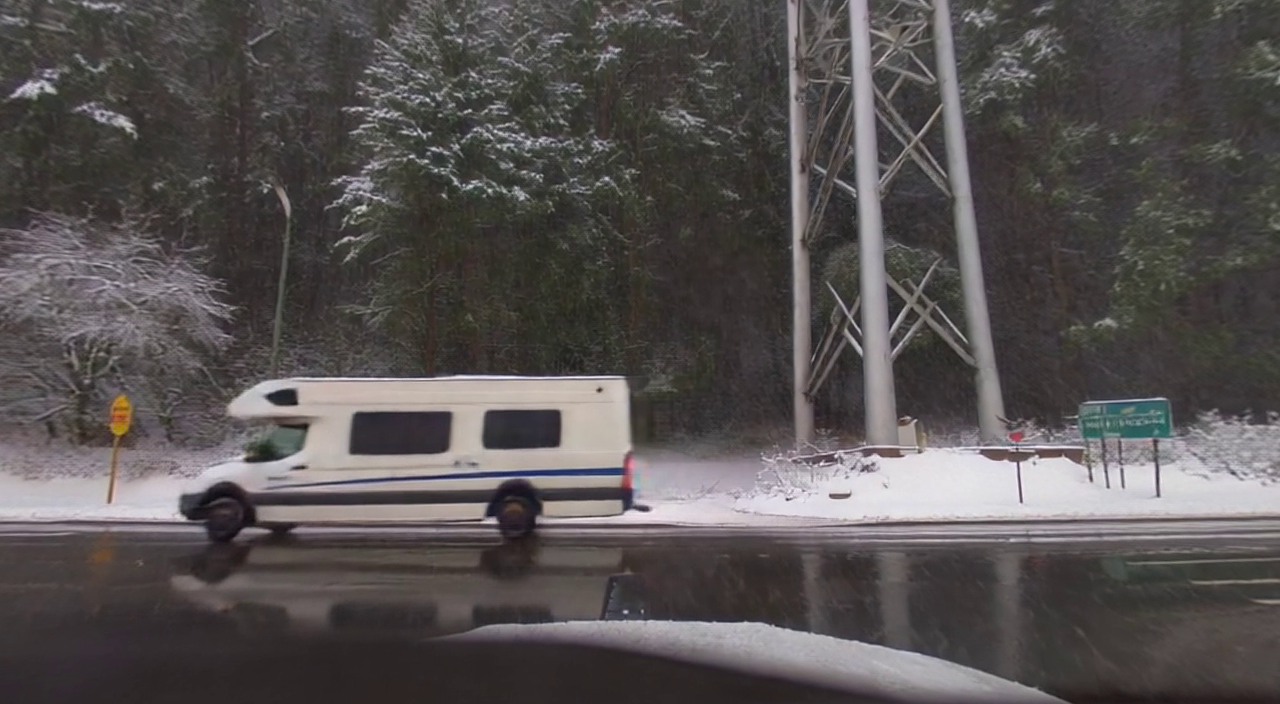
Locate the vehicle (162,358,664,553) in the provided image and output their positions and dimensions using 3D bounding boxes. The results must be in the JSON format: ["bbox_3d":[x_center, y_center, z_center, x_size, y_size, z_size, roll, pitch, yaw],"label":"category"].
[{"bbox_3d":[-3.749,1.934,12.038,8.152,3.185,2.776,0,-9,-3],"label":"vehicle"}]
